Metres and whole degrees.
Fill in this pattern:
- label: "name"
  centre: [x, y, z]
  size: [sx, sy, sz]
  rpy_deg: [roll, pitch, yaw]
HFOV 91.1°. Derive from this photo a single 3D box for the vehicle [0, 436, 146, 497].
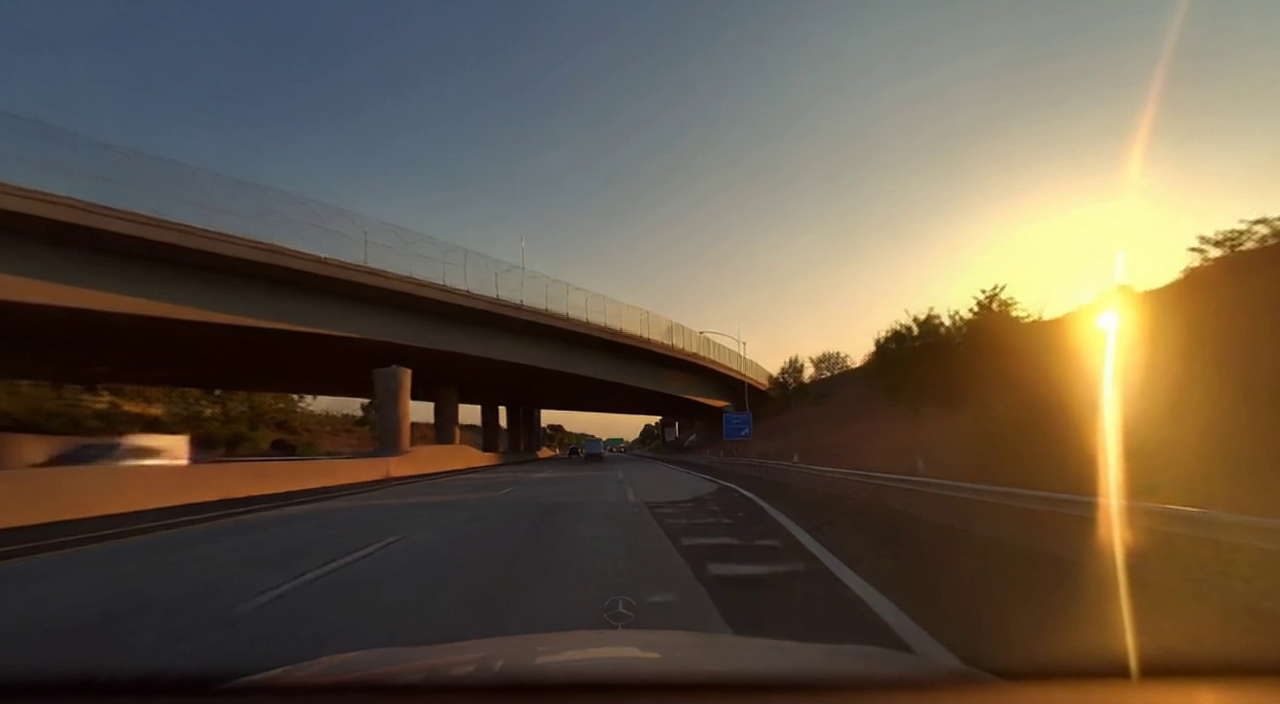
- label: "vehicle"
  centre: [-19.044, 3.740, 20.808]
  size: [1.982, 1.775, 4.245]
  rpy_deg: [0, -9, -3]
